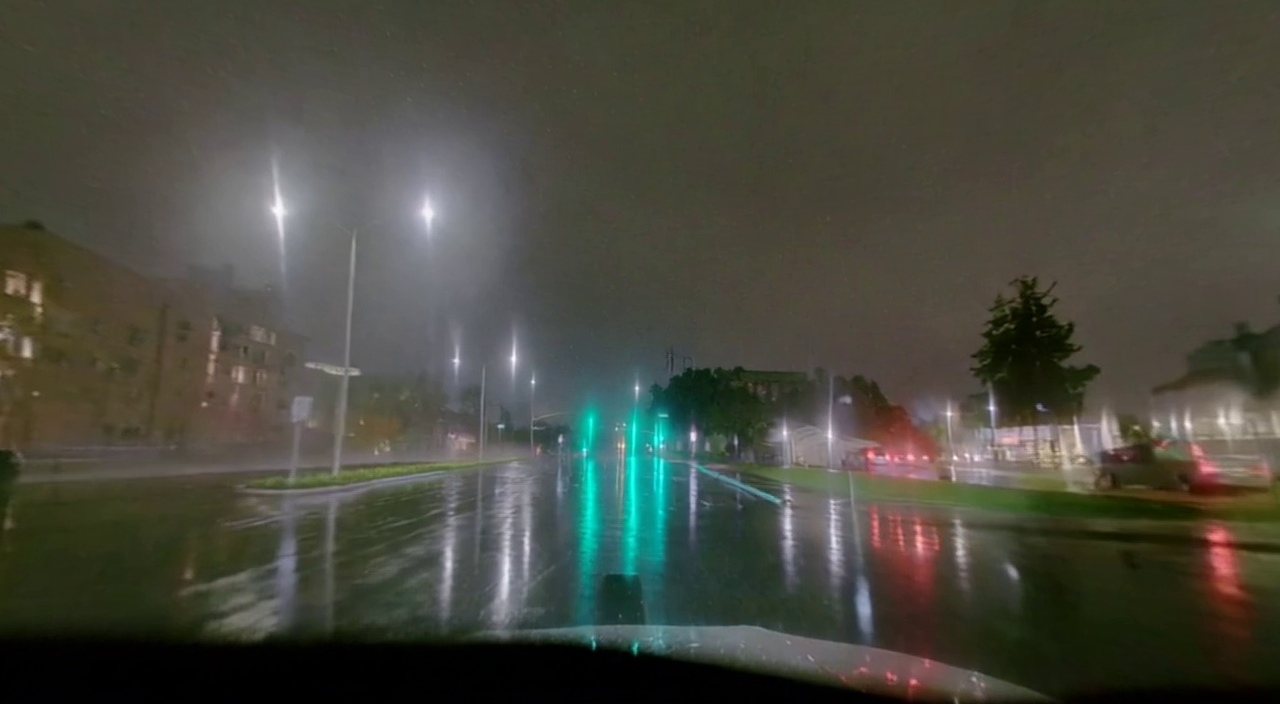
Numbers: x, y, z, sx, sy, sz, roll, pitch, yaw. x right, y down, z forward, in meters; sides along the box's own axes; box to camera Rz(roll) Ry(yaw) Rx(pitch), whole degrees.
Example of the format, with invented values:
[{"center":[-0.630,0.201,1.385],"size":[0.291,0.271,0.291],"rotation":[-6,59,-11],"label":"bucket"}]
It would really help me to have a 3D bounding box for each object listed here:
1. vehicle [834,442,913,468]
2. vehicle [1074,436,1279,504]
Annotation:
[{"center":[14.719,6.524,39.952],"size":[4.198,1.561,1.937],"rotation":[-1,-11,1],"label":"vehicle"},{"center":[15.219,3.268,17.862],"size":[4.268,1.589,2.156],"rotation":[-2,-8,-4],"label":"vehicle"}]
